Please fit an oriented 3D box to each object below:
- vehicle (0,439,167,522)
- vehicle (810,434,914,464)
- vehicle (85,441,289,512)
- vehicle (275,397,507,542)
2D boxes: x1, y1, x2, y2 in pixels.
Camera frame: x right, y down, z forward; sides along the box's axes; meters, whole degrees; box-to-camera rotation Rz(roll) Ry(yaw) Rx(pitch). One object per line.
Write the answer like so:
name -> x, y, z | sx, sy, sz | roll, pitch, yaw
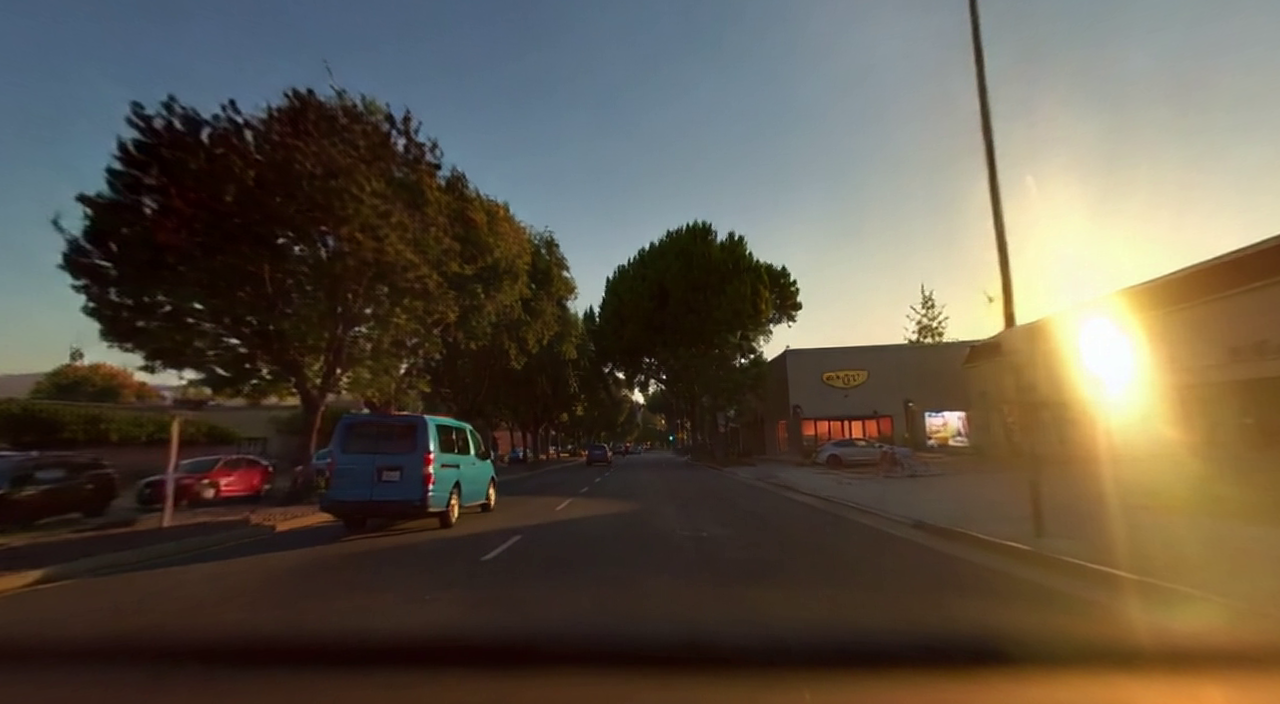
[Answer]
vehicle -> -15.296, 3.222, 16.449 | 1.936, 1.813, 4.921 | -1, -8, 0
vehicle -> 11.370, 4.980, 32.355 | 4.607, 1.471, 1.982 | 0, -8, 0
vehicle -> -12.156, 3.315, 17.408 | 2.024, 1.656, 4.837 | 0, -8, 0
vehicle -> -3.986, 1.992, 11.253 | 2.152, 1.987, 4.952 | 0, -8, -1
